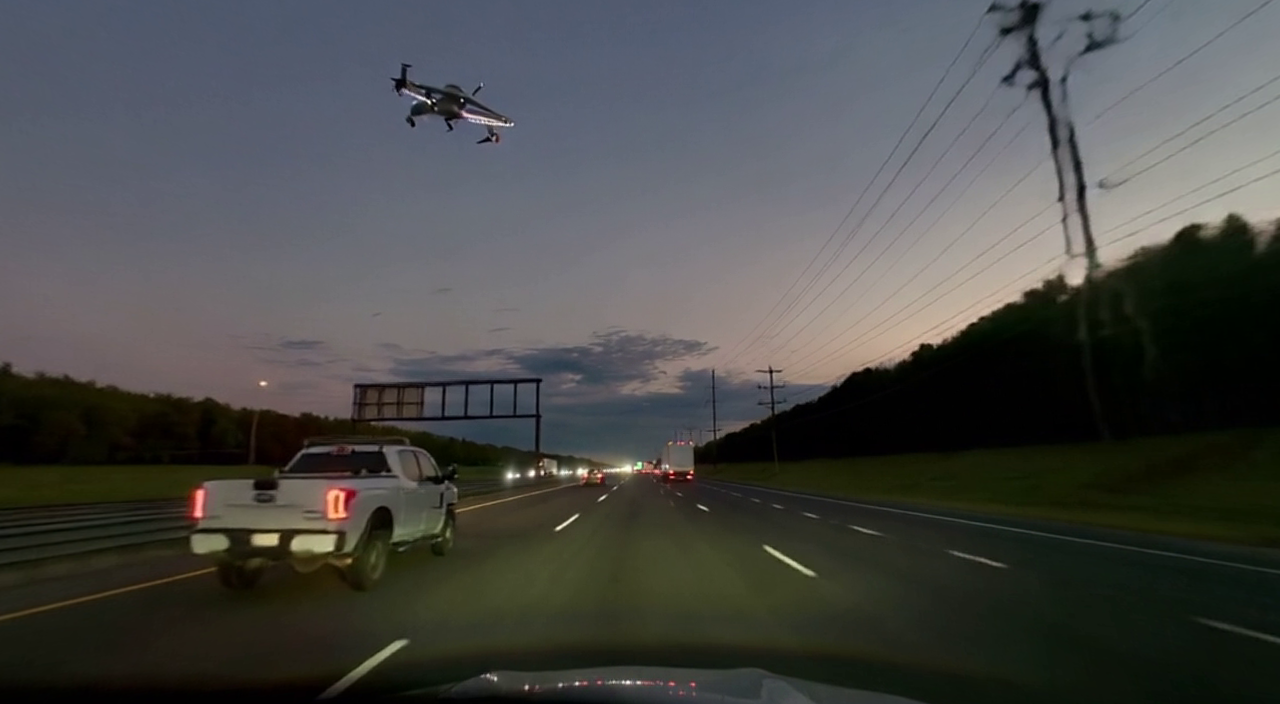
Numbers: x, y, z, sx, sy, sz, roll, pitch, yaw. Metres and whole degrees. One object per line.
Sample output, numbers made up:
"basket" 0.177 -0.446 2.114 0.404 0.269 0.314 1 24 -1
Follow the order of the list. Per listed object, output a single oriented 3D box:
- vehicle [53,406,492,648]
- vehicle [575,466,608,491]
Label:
"vehicle" -3.193 1.684 6.872 2.065 1.722 4.441 1 -11 0
"vehicle" -3.289 8.683 43.390 1.942 1.597 3.943 1 -11 0
